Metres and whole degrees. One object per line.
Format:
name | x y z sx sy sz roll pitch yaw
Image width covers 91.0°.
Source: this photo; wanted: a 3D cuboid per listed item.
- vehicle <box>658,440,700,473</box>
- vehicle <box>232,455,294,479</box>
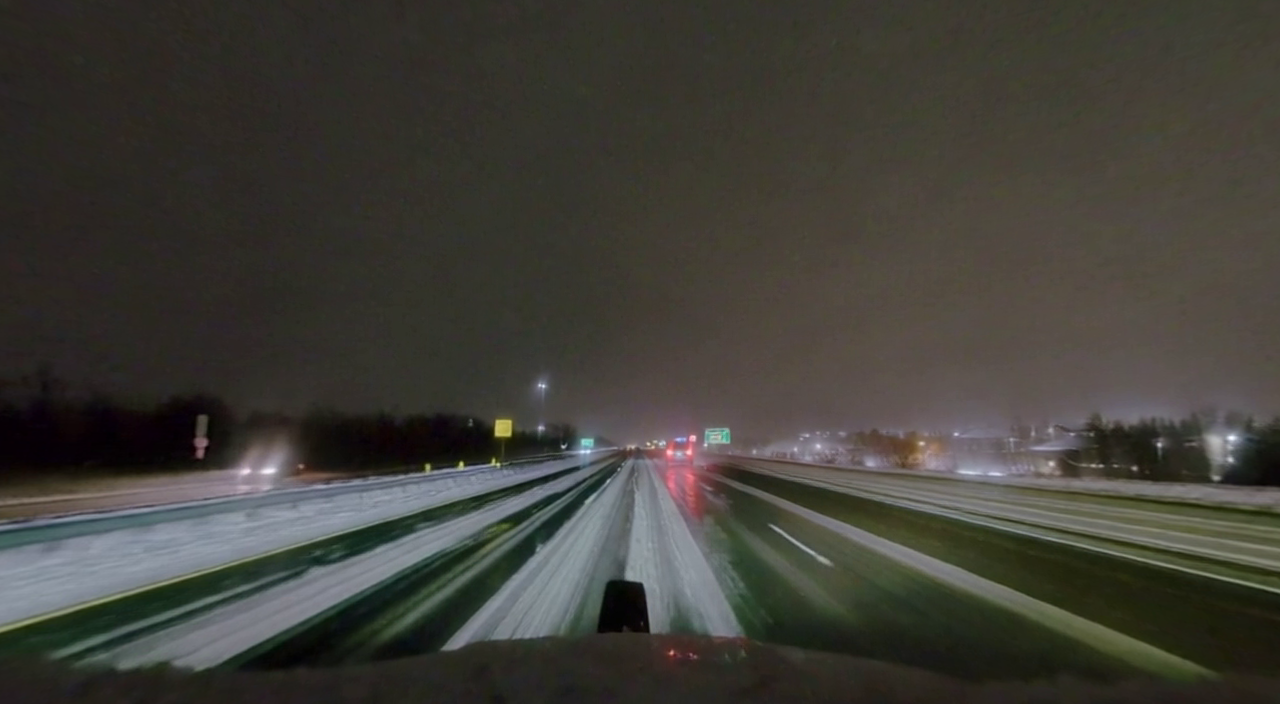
vehicle | 2.032 5.616 34.063 2.050 1.654 4.192 0 -9 1
vehicle | -27.959 8.547 46.840 1.813 1.608 4.213 0 -9 2
